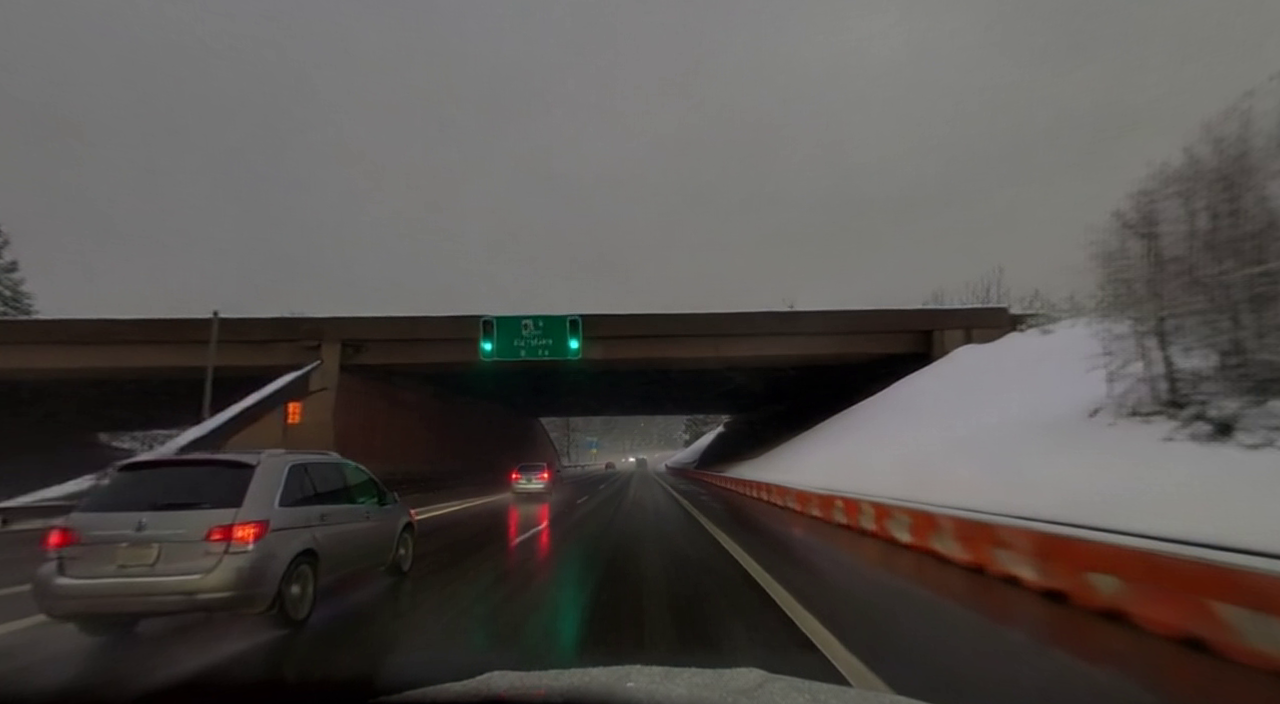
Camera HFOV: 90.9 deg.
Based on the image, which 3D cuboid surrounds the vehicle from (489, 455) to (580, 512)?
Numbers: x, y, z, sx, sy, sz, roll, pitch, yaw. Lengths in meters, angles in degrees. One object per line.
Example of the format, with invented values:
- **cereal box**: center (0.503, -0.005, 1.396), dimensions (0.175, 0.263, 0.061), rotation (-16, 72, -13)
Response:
- **vehicle**: center (-3.029, 3.891, 18.908), dimensions (1.992, 1.466, 3.690), rotation (1, -10, 2)

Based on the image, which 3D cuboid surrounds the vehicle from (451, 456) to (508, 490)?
- **vehicle**: center (-7.938, 6.032, 31.556), dimensions (1.823, 1.540, 4.231), rotation (1, -10, -1)

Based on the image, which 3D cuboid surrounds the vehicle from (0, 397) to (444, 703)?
- **vehicle**: center (-3.277, 1.314, 4.469), dimensions (2.023, 1.507, 5.082), rotation (1, -10, 1)
